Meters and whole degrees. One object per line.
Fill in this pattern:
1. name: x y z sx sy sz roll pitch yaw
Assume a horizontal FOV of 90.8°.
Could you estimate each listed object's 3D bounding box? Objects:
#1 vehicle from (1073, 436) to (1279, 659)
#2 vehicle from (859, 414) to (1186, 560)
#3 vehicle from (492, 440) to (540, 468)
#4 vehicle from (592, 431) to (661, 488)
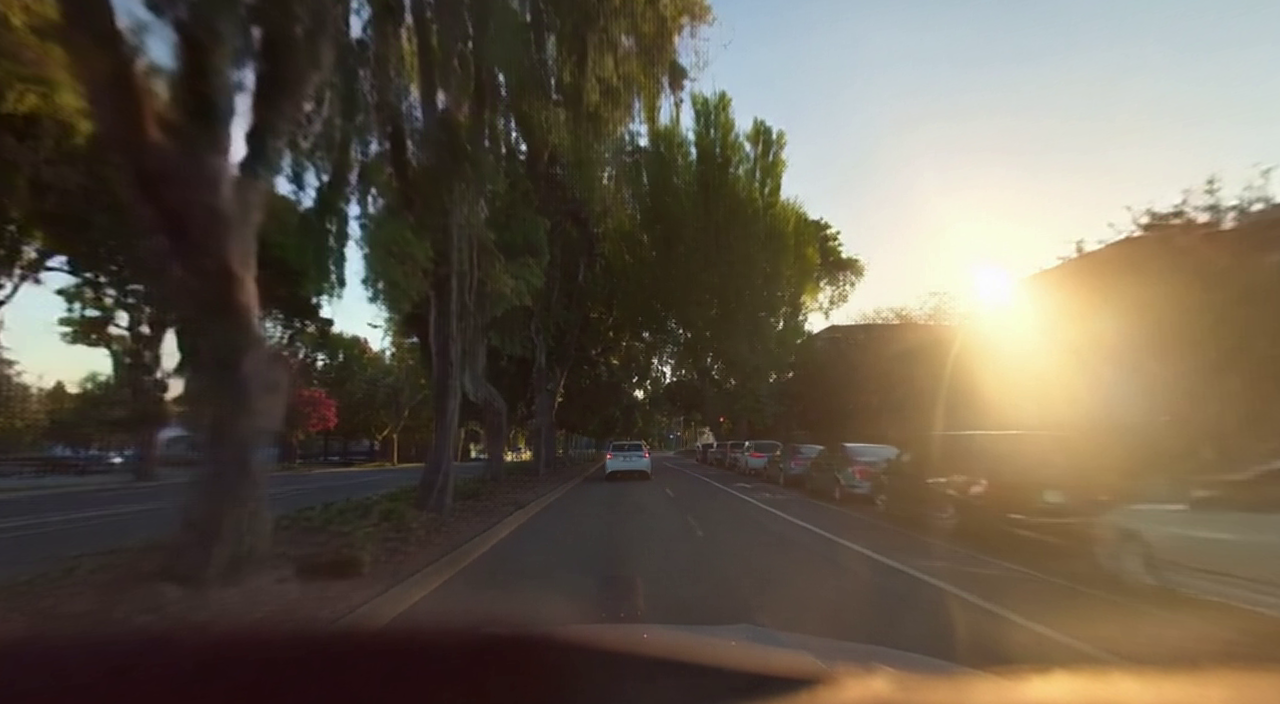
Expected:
1. vehicle: 5.362 1.316 4.203 2.005 1.499 4.108 0 -8 0
2. vehicle: 5.682 2.064 10.475 2.233 1.811 4.922 0 -8 -1
3. vehicle: -7.077 5.872 36.566 2.105 1.474 4.808 0 -8 -4
4. vehicle: -0.450 3.516 21.008 2.070 1.698 3.925 0 -8 -1
